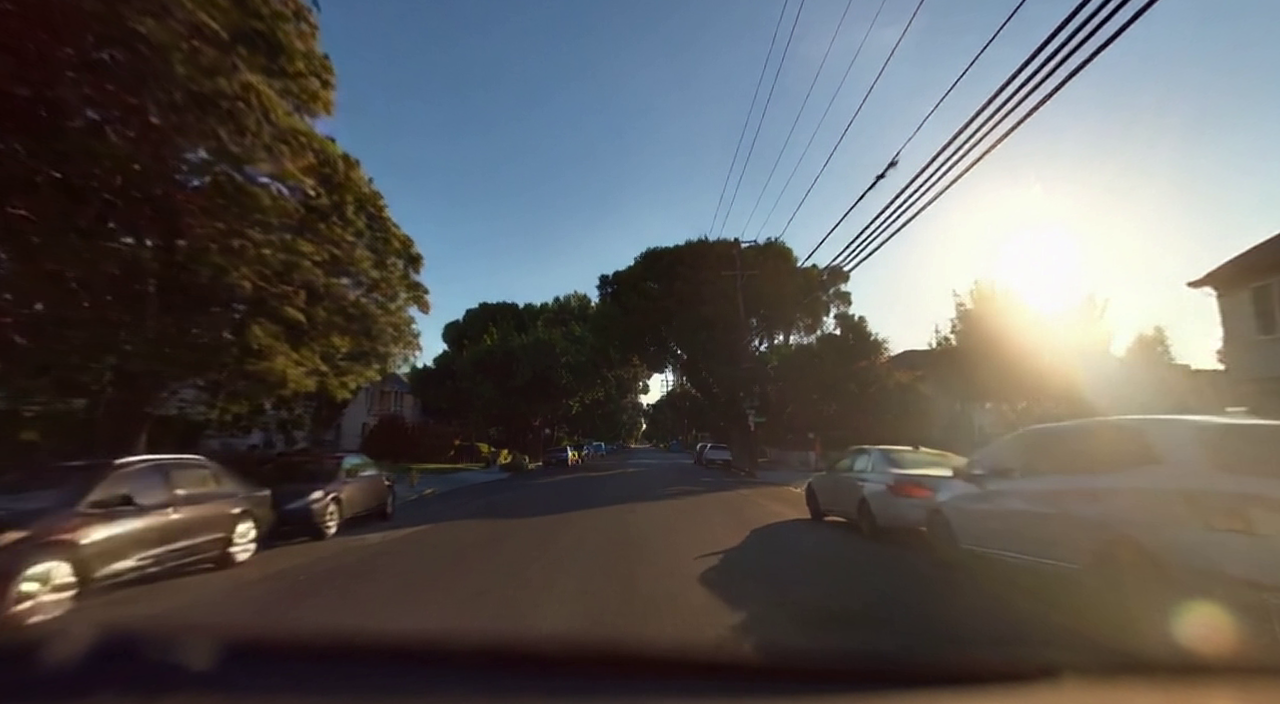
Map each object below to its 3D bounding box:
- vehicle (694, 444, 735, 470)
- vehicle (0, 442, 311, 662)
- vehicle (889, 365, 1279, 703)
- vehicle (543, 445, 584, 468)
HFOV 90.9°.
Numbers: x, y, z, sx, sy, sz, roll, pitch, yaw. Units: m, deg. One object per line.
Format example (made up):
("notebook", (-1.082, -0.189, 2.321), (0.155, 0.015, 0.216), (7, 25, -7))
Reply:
("vehicle", (4.296, 6.155, 37.050), (1.851, 1.438, 4.177), (0, -9, 0))
("vehicle", (-5.435, 1.665, 6.319), (1.904, 1.504, 4.530), (0, -8, -1))
("vehicle", (4.029, 1.244, 5.102), (1.874, 1.747, 4.786), (0, -9, -3))
("vehicle", (-5.496, 7.577, 45.849), (2.231, 1.492, 4.727), (0, -8, 1))
